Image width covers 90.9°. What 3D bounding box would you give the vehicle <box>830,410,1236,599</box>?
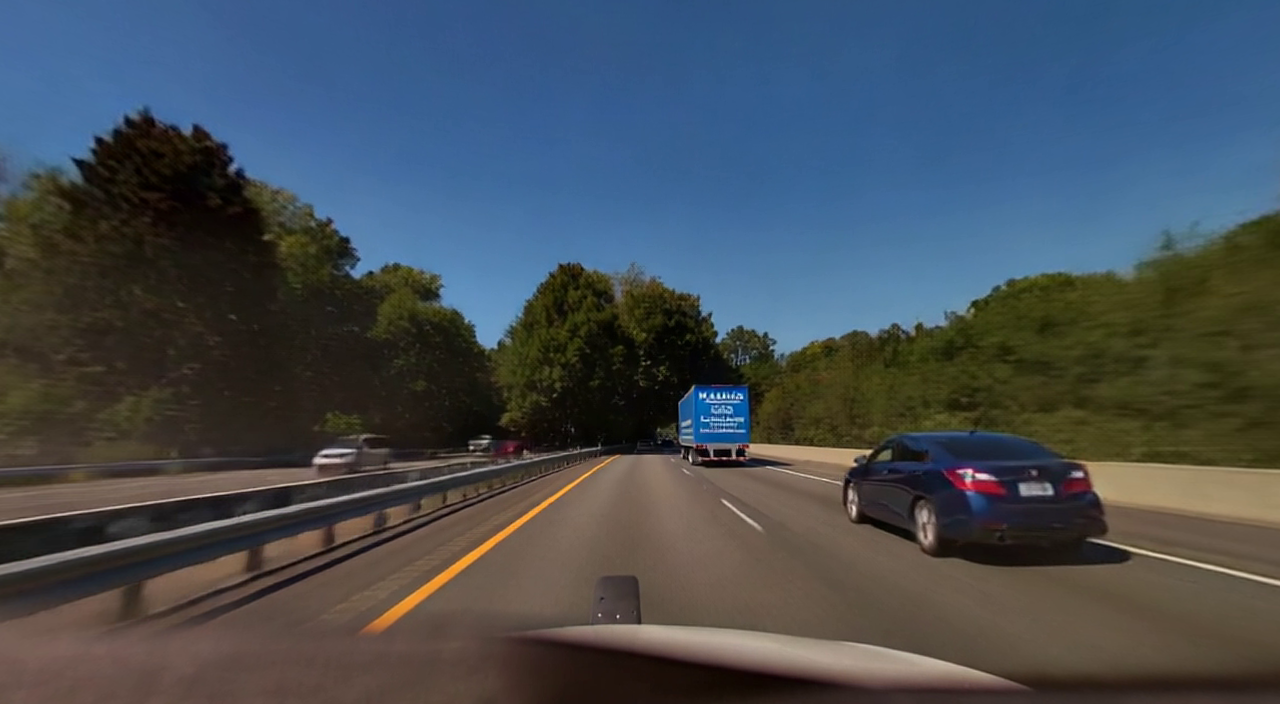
[{"bbox_3d":[3.979,1.568,7.493,2.028,1.573,4.207,0,-8,-2],"label":"vehicle"}]

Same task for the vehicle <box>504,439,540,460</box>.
[{"bbox_3d":[-9.160,7.613,49.209,1.892,1.508,4.225,0,-8,2],"label":"vehicle"}]

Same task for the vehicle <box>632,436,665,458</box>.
[{"bbox_3d":[0.644,6.680,44.517,2.209,1.499,4.144,0,-8,1],"label":"vehicle"}]

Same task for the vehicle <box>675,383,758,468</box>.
[{"bbox_3d":[4.087,4.463,37.278,3.171,4.072,13.784,0,-8,0],"label":"vehicle"}]

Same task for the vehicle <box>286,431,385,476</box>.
[{"bbox_3d":[-14.227,4.722,29.842,2.073,1.912,5.067,0,-8,2],"label":"vehicle"}]
